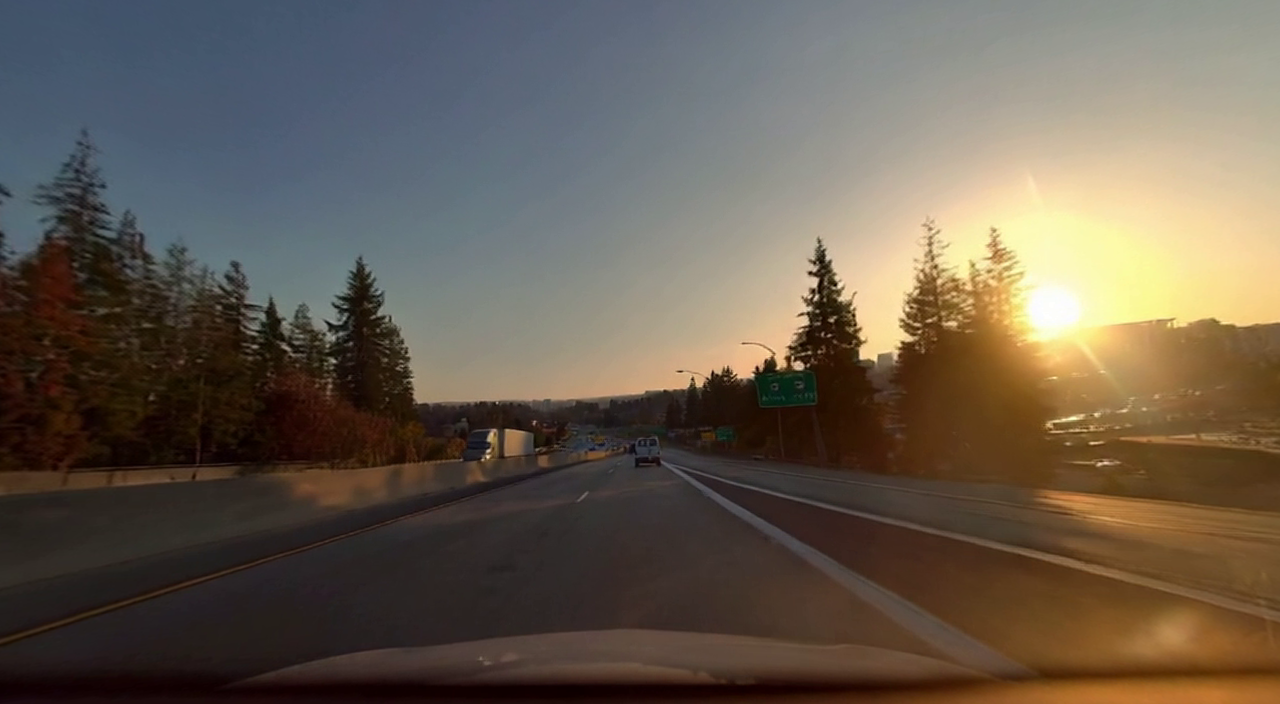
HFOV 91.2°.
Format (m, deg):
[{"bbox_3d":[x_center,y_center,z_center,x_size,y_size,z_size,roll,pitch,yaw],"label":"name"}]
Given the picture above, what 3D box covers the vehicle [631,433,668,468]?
[{"bbox_3d":[0.606,6.321,40.289,2.268,2.122,4.595,-1,-9,1],"label":"vehicle"}]
